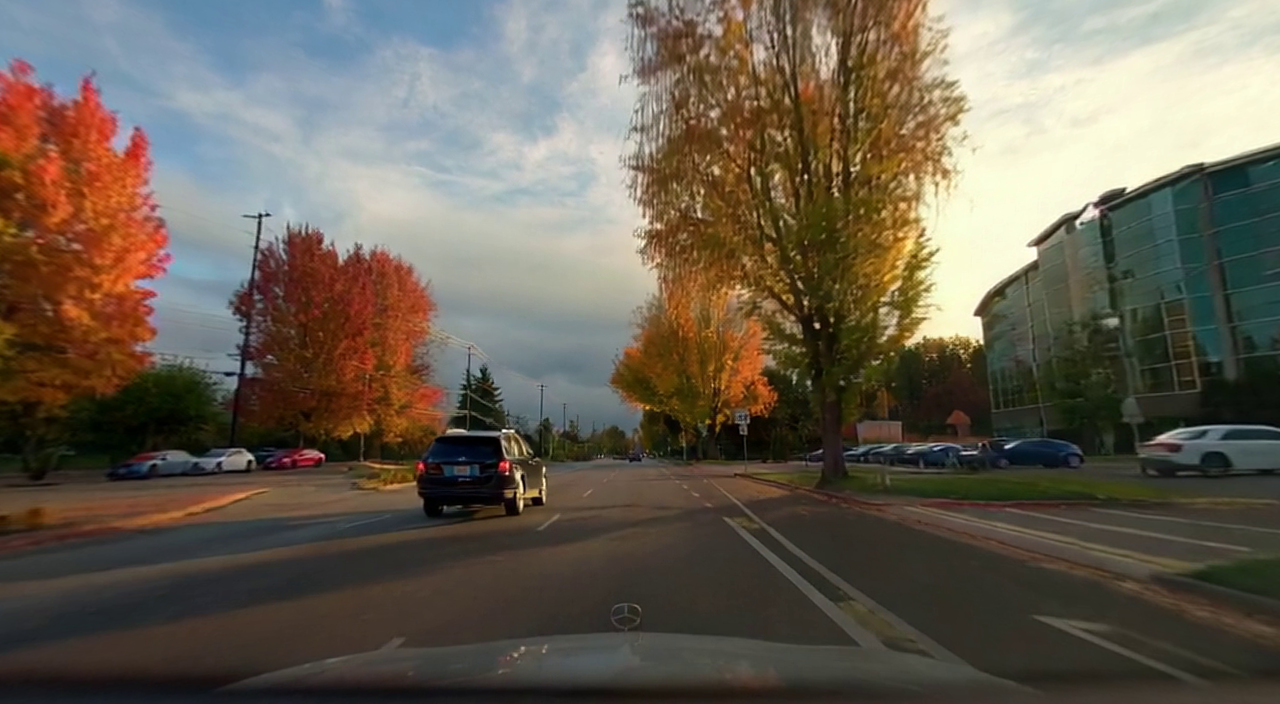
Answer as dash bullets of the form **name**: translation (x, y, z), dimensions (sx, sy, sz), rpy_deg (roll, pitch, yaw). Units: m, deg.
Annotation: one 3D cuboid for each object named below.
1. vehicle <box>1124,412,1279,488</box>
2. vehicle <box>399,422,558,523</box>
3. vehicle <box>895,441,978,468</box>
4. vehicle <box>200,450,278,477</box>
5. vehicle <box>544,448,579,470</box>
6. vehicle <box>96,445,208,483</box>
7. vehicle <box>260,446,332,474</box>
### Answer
- **vehicle**: translation (18.741, 2.981, 19.427), dimensions (5.903, 2.099, 2.290), rpy_deg (0, -9, -6)
- **vehicle**: translation (-3.201, 2.527, 13.623), dimensions (2.112, 1.779, 4.489), rpy_deg (0, -9, 1)
- **vehicle**: translation (18.697, 6.461, 39.757), dimensions (4.331, 1.655, 1.884), rpy_deg (1, -9, -7)
- **vehicle**: translation (-25.213, 7.001, 39.792), dimensions (1.844, 1.619, 4.725), rpy_deg (0, -9, 0)
- **vehicle**: translation (-5.786, 7.921, 46.691), dimensions (1.982, 1.478, 4.465), rpy_deg (0, -9, 1)
- **vehicle**: translation (-25.304, 5.804, 32.927), dimensions (1.990, 1.822, 4.751), rpy_deg (0, -9, 0)
- **vehicle**: translation (-25.118, 7.883, 46.258), dimensions (2.142, 1.895, 5.528), rpy_deg (0, -9, 0)
